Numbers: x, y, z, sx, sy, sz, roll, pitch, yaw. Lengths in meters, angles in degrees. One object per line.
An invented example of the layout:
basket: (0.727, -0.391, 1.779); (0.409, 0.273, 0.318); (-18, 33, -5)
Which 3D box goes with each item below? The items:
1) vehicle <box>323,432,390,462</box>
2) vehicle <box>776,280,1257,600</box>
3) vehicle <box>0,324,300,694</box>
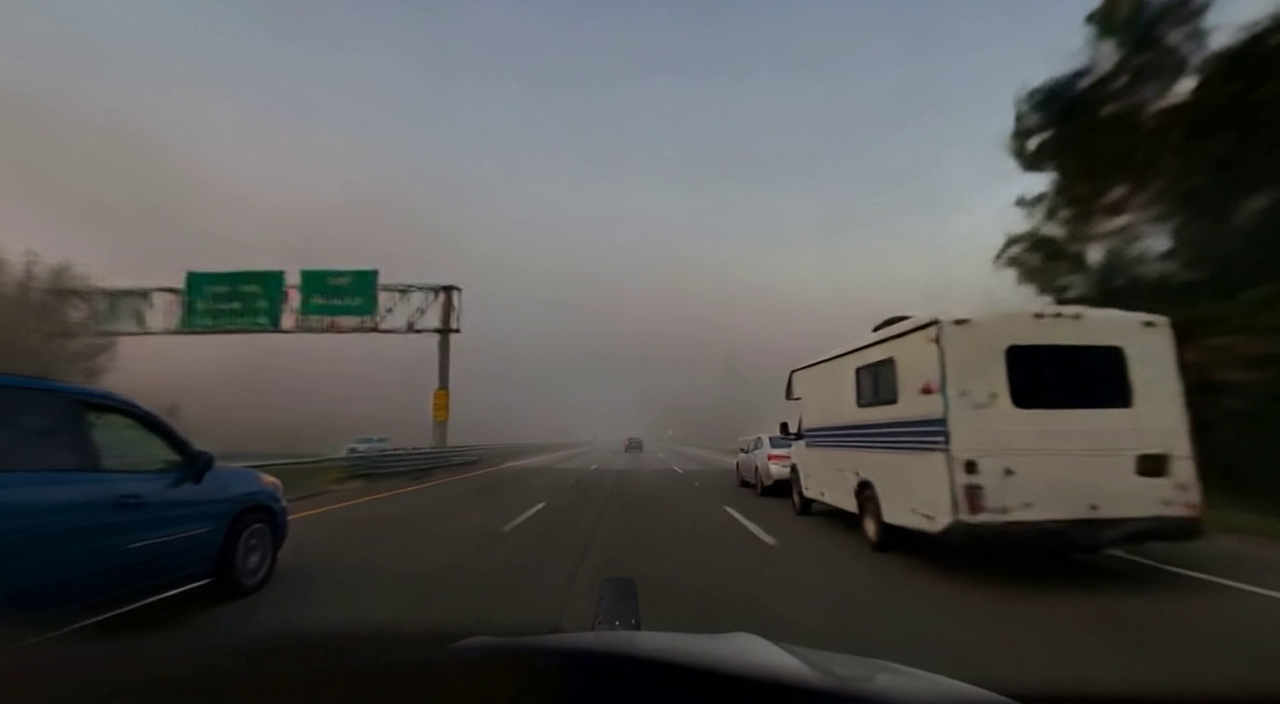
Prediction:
vehicle: (-16.341, 5.481, 36.601); (1.947, 1.633, 4.262); (0, -8, -1)
vehicle: (3.746, 1.070, 8.077); (2.590, 2.680, 5.445); (0, -8, -2)
vehicle: (-4.067, 0.796, 3.361); (2.061, 1.732, 4.457); (0, -8, -1)
